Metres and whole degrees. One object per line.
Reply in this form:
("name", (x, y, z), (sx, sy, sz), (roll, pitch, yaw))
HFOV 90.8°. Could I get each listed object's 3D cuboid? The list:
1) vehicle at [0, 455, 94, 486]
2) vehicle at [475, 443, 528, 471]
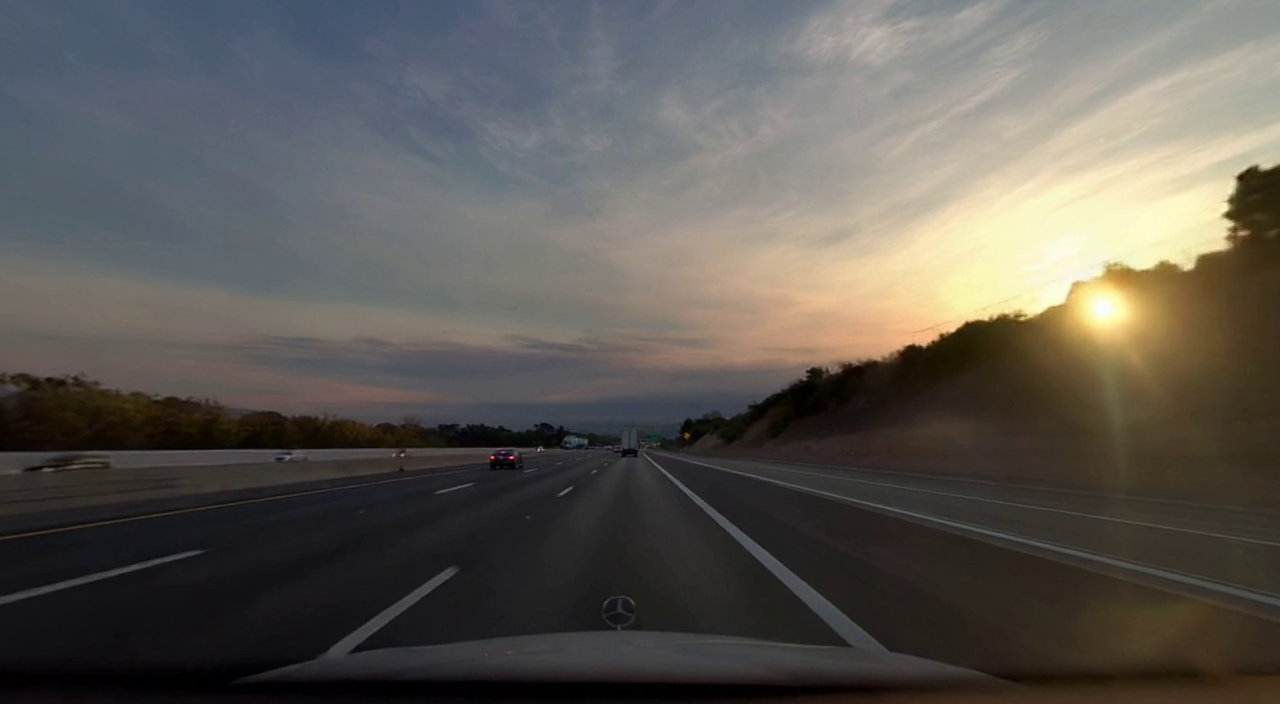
("vehicle", (-35.301, 6.887, 37.098), (1.948, 1.623, 4.941), (0, -8, 1))
("vehicle", (-8.098, 6.161, 37.383), (2.005, 1.545, 4.874), (0, -8, 0))
